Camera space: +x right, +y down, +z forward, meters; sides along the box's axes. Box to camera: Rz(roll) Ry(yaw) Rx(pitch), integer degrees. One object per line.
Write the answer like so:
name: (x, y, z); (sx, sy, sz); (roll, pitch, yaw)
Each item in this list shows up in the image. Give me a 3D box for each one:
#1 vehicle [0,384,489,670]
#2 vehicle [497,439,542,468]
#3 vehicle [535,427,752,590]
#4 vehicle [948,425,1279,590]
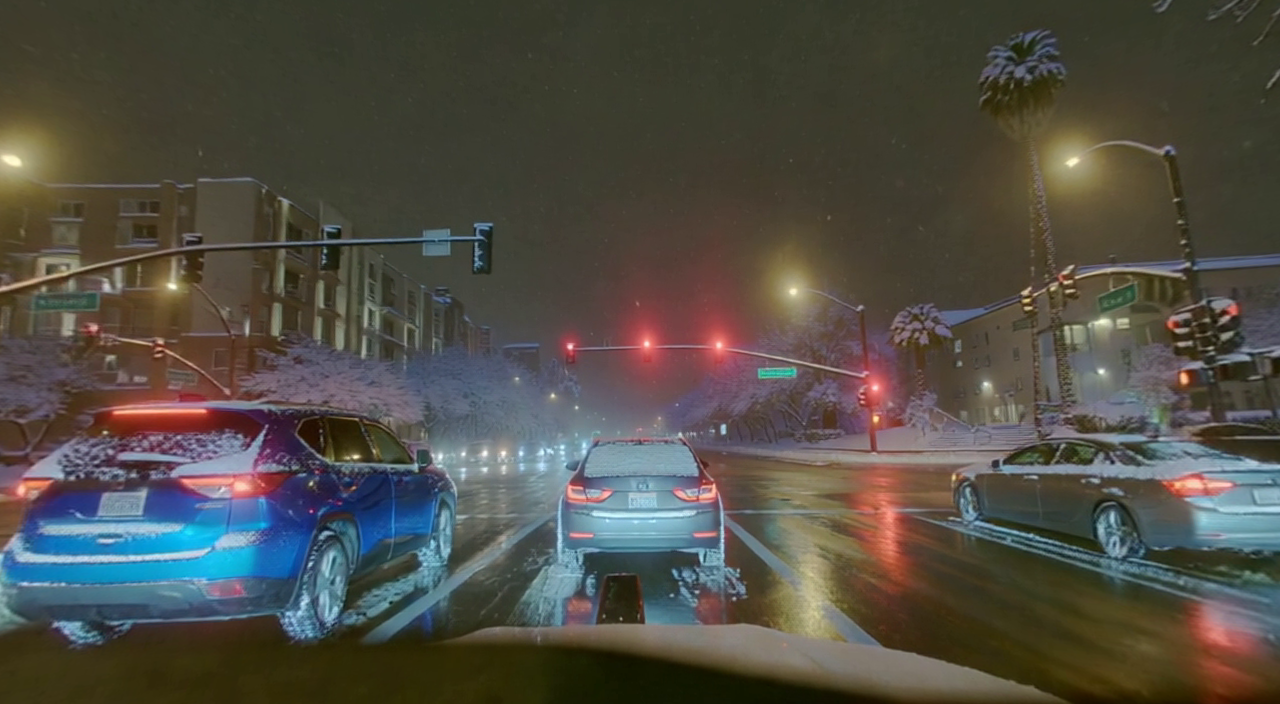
vehicle: (-3.103, 1.367, 6.070); (2.051, 1.682, 4.467); (0, -8, 2)
vehicle: (-7.936, 6.703, 42.025); (2.130, 1.810, 4.450); (-2, -8, 1)
vehicle: (-0.001, 1.702, 7.725); (1.942, 1.445, 3.973); (0, -8, -1)
vehicle: (6.093, 1.761, 8.095); (1.970, 1.489, 4.482); (0, -8, -1)
